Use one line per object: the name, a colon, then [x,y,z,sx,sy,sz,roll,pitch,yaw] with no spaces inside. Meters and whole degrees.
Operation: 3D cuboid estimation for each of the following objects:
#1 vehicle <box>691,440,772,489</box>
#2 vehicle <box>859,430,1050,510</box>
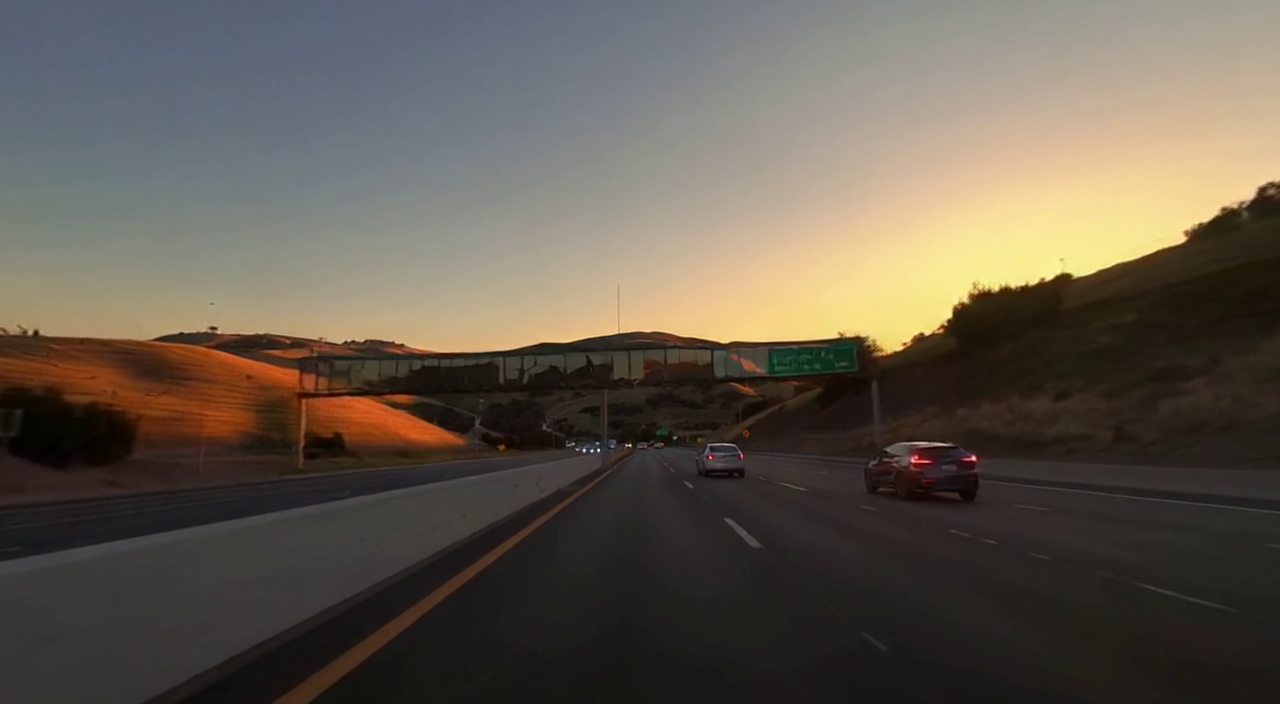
vehicle: [2.916,3.696,21.088,2.044,1.444,4.216,0,-8,-1]
vehicle: [6.932,2.643,14.649,1.988,1.530,4.777,0,-8,0]
